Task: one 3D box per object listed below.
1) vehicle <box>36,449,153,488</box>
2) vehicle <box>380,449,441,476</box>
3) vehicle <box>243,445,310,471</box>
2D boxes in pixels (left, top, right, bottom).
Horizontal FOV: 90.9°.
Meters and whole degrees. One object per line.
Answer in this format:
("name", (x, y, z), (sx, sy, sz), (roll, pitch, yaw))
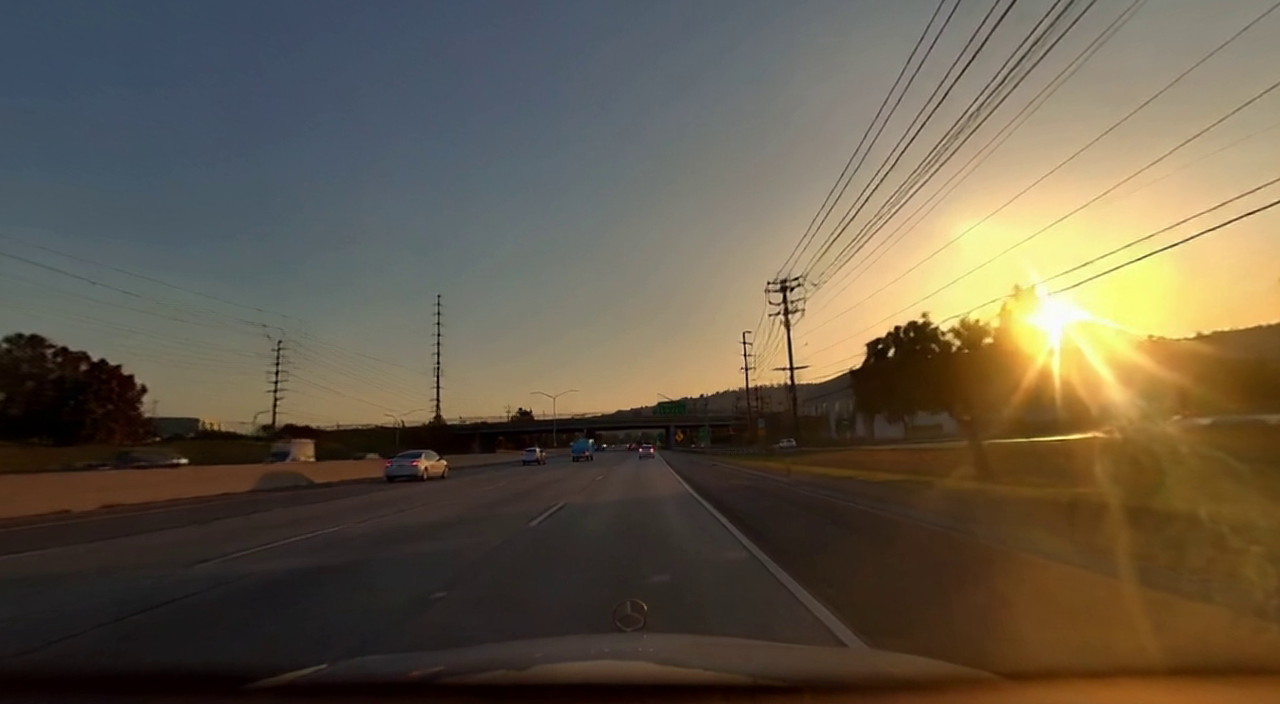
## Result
("vehicle", (-23.407, 4.982, 27.250), (1.647, 1.538, 3.731), (0, -8, 1))
("vehicle", (-13.829, 6.666, 38.302), (1.988, 1.477, 4.442), (0, -8, 1))
("vehicle", (-26.962, 7.838, 46.961), (2.116, 1.849, 4.552), (0, -8, 2))
